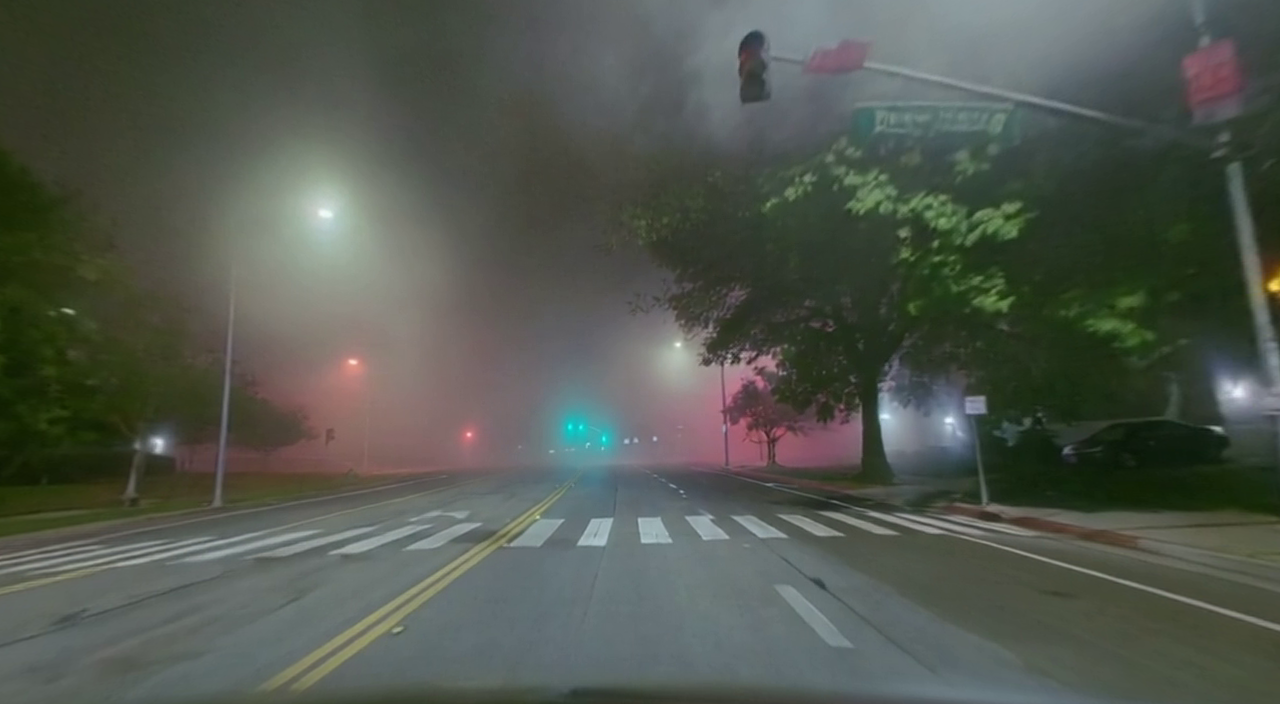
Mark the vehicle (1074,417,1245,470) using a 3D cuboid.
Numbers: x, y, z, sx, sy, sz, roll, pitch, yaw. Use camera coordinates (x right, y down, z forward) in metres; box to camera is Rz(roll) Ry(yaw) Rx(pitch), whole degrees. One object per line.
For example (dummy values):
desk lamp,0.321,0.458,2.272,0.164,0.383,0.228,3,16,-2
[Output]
vehicle,18.484,3.251,22.581,4.631,1.757,2.026,1,-9,-10
